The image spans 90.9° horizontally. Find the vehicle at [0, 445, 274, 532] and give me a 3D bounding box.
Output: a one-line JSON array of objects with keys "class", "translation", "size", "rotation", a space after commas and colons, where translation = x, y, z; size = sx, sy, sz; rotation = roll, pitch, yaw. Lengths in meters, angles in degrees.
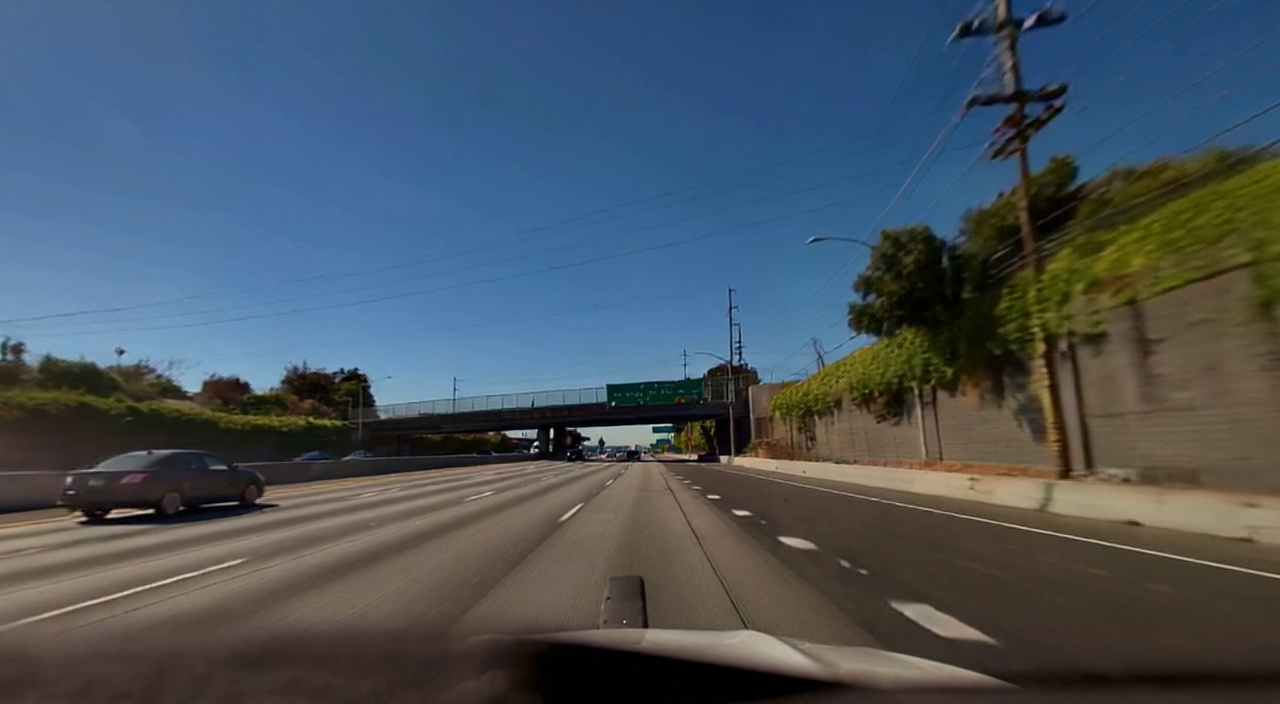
[{"class": "vehicle", "translation": [-10.102, 2.693, 13.210], "size": [2.056, 1.476, 4.562], "rotation": [0, -8, 1]}]
